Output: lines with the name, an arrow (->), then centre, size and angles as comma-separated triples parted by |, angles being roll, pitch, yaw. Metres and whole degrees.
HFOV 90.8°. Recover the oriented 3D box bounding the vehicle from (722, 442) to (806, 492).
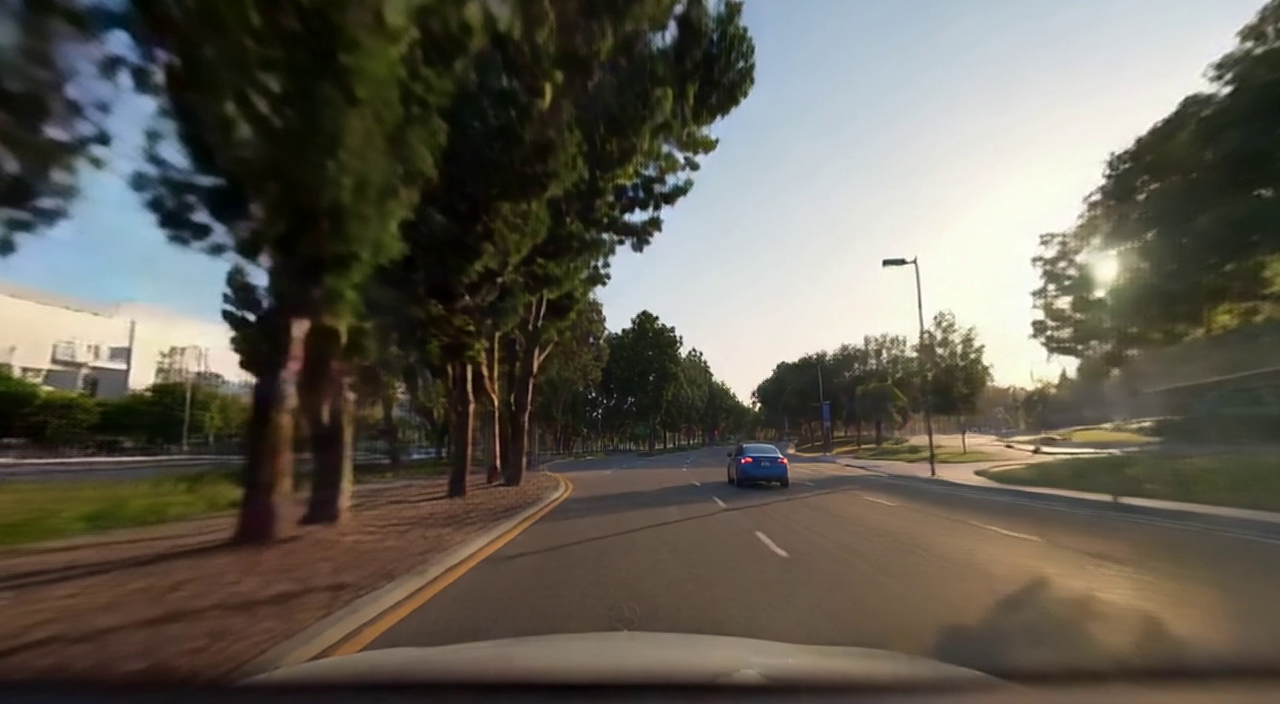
vehicle -> 4.004, 3.799, 21.196 | 1.928, 1.481, 4.453 | 0, -9, 0
